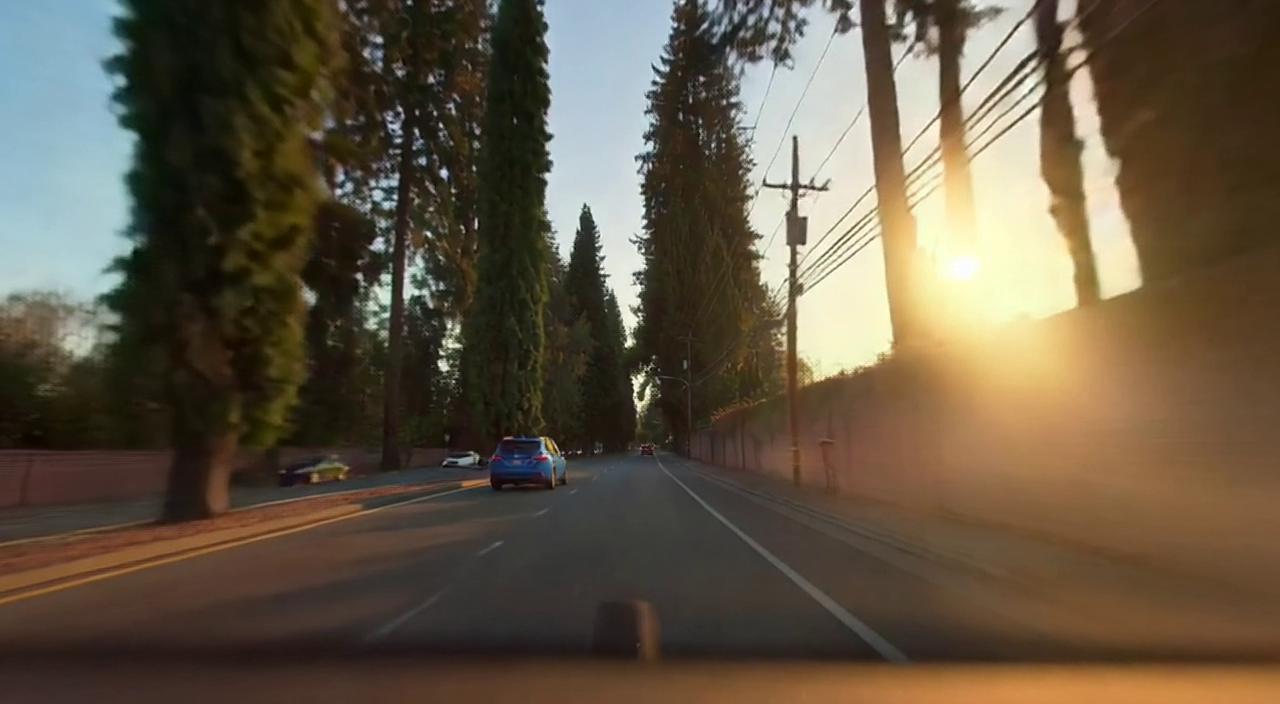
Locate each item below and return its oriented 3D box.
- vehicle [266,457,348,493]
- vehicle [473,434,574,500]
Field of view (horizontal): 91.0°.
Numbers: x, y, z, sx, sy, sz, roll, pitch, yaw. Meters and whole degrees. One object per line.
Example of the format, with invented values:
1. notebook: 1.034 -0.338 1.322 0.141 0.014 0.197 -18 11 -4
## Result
1. vehicle: -16.041 5.913 30.548 1.766 1.554 3.887 0 -9 1
2. vehicle: -3.373 3.424 19.173 2.147 1.730 4.555 0 -9 1
